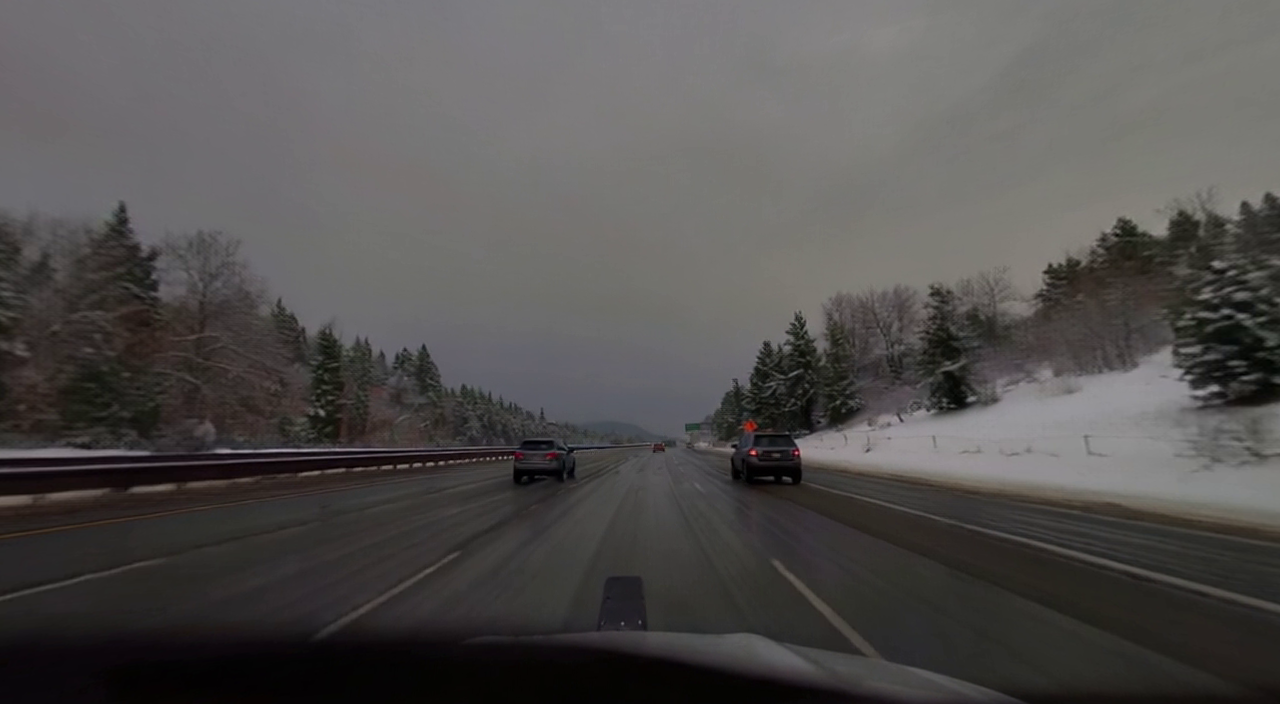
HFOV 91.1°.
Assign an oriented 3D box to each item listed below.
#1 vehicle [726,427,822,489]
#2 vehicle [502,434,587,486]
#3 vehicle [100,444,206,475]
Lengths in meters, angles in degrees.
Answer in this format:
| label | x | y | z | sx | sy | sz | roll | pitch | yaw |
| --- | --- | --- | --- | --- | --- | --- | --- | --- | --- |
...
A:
| label | x | y | z | sx | sy | sz | roll | pitch | yaw |
| --- | --- | --- | --- | --- | --- | --- | --- | --- | --- |
| vehicle | 4.191 | 3.397 | 20.448 | 2.149 | 1.796 | 4.487 | 0 | -8 | 0 |
| vehicle | -3.174 | 3.695 | 21.818 | 2.166 | 1.608 | 4.297 | 0 | -8 | 2 |
| vehicle | -25.034 | 5.508 | 32.506 | 1.801 | 1.472 | 4.519 | 0 | -8 | 2 |
